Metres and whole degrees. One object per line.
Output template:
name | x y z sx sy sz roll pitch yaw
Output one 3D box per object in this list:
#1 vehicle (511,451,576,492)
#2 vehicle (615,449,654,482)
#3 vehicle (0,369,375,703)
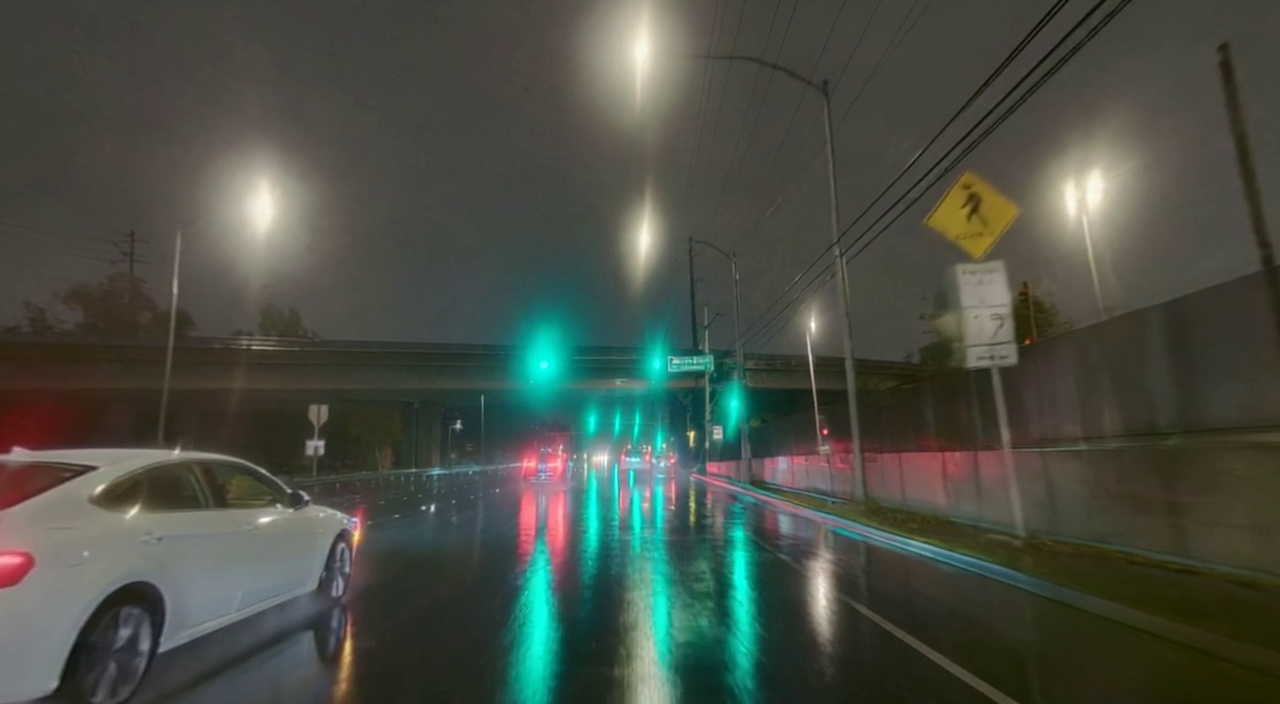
vehicle | -3.754 4.735 25.368 1.946 1.437 4.154 0 -8 0
vehicle | -0.321 5.991 33.664 1.985 1.565 3.968 0 -8 -1
vehicle | -3.489 1.102 3.773 1.925 1.666 4.271 0 -8 0
